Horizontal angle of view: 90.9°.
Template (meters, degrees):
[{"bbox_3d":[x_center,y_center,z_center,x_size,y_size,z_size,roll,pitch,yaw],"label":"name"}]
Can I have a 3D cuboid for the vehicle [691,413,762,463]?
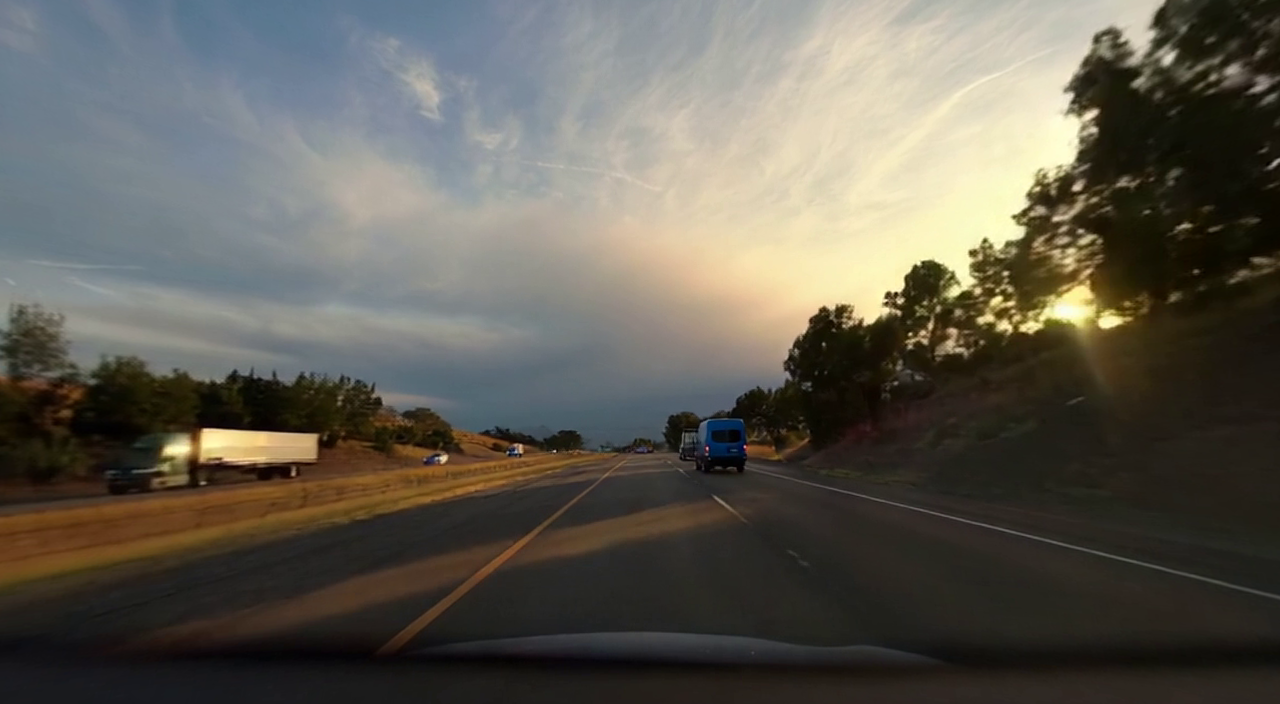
[{"bbox_3d":[3.837,4.060,29.263,2.444,2.053,5.616,-1,-9,0],"label":"vehicle"}]

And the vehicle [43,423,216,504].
[{"bbox_3d":[-28.452,6.206,35.851,3.012,4.006,7.964,0,-8,0],"label":"vehicle"}]

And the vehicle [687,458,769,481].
[{"bbox_3d":[3.863,5.390,29.222,2.702,0.824,6.391,0,-8,-2],"label":"vehicle"}]

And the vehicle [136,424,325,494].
[{"bbox_3d":[-28.527,7.597,45.847,2.897,4.119,16.263,0,-8,0],"label":"vehicle"}]
